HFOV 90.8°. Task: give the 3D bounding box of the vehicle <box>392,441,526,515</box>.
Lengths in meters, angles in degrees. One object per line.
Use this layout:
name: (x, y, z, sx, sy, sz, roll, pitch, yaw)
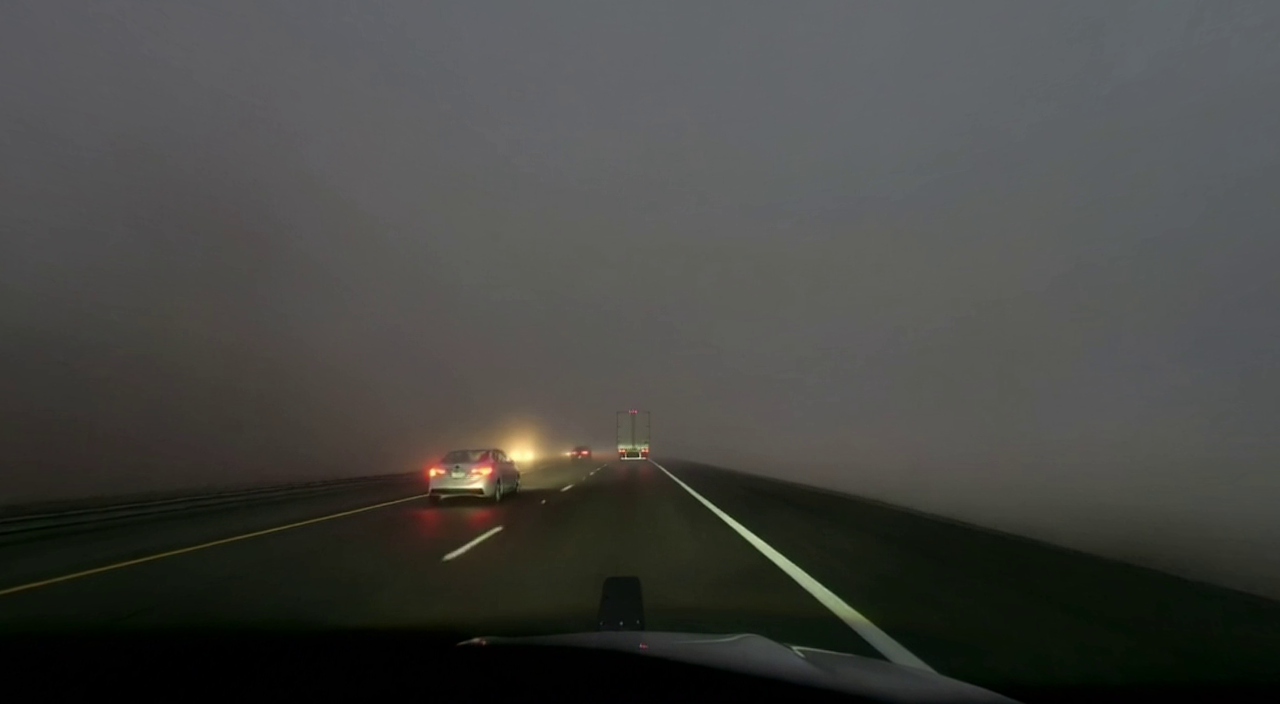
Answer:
vehicle: (-4.140, 2.933, 15.198, 1.978, 1.507, 4.062, 0, -9, 0)
